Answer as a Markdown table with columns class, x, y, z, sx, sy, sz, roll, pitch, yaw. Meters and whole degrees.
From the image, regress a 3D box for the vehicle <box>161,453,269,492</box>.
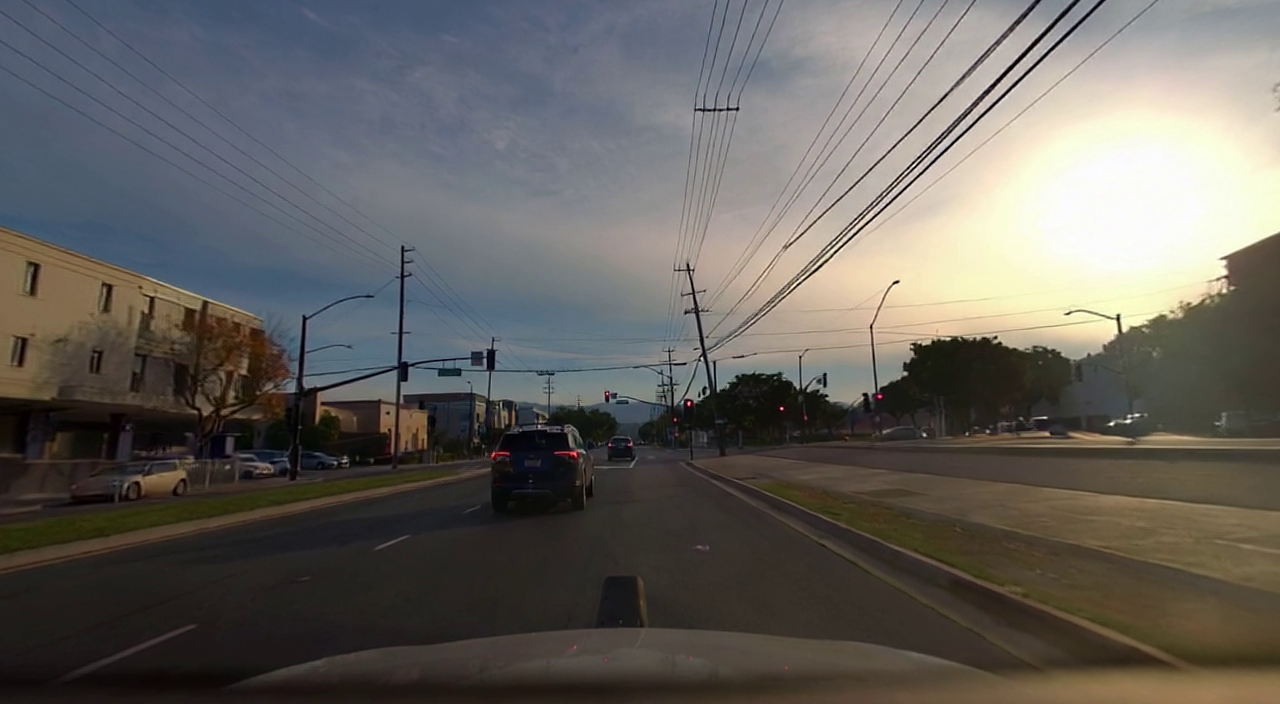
| class | x | y | z | sx | sy | sz | roll | pitch | yaw |
| --- | --- | --- | --- | --- | --- | --- | --- | --- | --- |
| vehicle | -20.197 | 5.696 | 30.283 | 1.989 | 1.689 | 4.388 | 0 | -9 | 2 |

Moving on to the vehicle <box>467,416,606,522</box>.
| class | x | y | z | sx | sy | sz | roll | pitch | yaw |
| --- | --- | --- | --- | --- | --- | --- | --- | --- | --- |
| vehicle | -1.831 | 2.248 | 12.568 | 2.022 | 1.757 | 4.041 | 0 | -9 | 1 |

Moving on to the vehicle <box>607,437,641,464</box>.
| class | x | y | z | sx | sy | sz | roll | pitch | yaw |
| --- | --- | --- | --- | --- | --- | --- | --- | --- | --- |
| vehicle | -0.997 | 6.389 | 41.019 | 2.144 | 1.681 | 3.855 | 0 | -9 | 0 |

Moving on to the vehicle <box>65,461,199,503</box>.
| class | x | y | z | sx | sy | sz | roll | pitch | yaw |
| --- | --- | --- | --- | --- | --- | --- | --- | --- | --- |
| vehicle | -20.264 | 5.188 | 25.485 | 1.790 | 1.415 | 4.450 | 0 | -9 | -2 |

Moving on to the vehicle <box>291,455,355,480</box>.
| class | x | y | z | sx | sy | sz | roll | pitch | yaw |
| --- | --- | --- | --- | --- | --- | --- | --- | --- | --- |
| vehicle | -20.214 | 7.351 | 40.543 | 1.826 | 1.430 | 4.426 | 0 | -9 | 0 |
